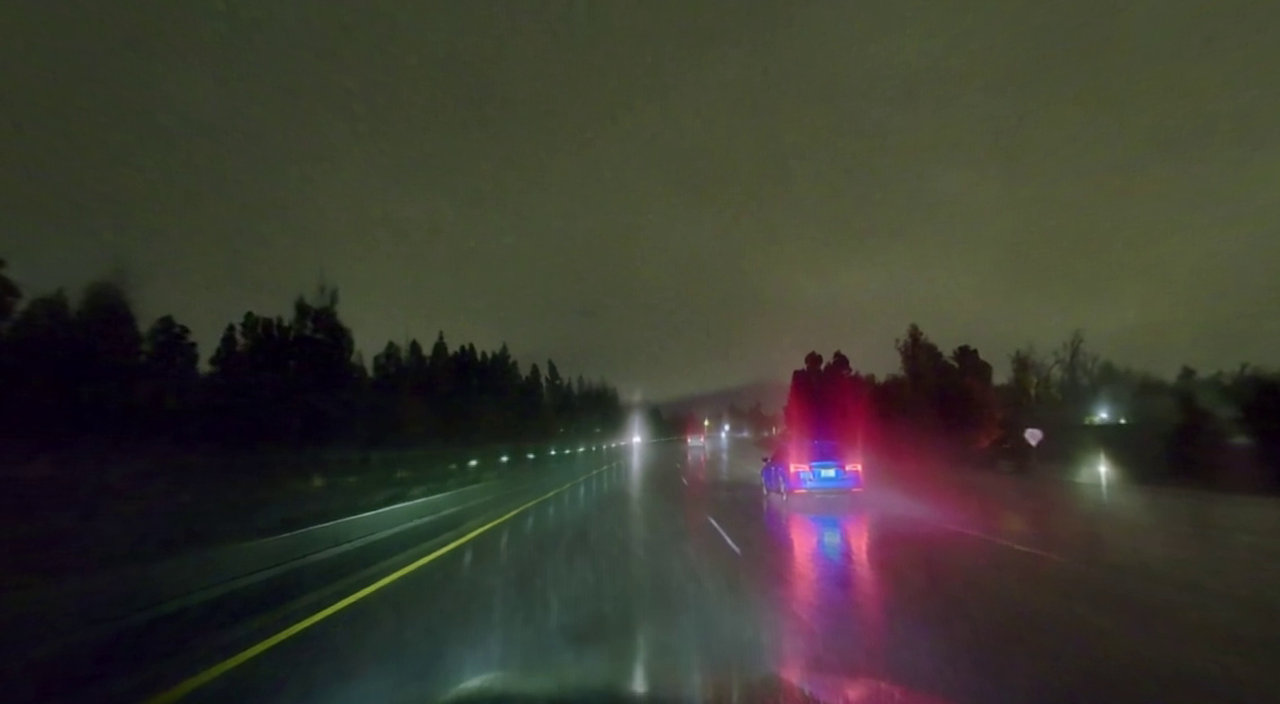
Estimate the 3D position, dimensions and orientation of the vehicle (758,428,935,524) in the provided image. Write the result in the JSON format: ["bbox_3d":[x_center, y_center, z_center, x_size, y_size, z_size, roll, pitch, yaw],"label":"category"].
[{"bbox_3d":[3.787,2.347,12.526,2.050,1.546,4.344,0,-8,0],"label":"vehicle"}]
